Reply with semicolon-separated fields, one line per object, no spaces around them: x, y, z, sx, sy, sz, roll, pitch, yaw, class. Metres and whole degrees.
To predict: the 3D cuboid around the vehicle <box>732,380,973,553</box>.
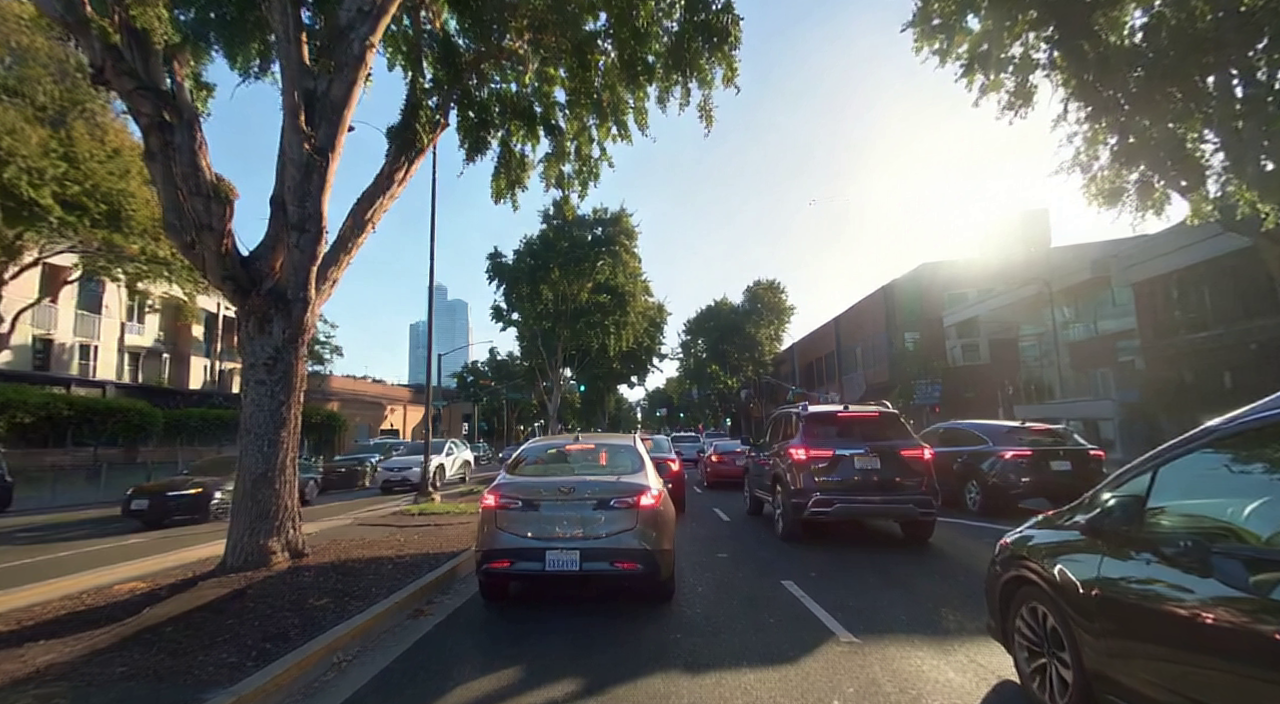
3.482;2.073;11.999;2.516;2.481;5.766;0;-9;-1;vehicle

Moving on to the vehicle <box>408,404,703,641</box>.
-0.557;1.520;6.592;2.111;1.676;4.018;0;-9;2;vehicle

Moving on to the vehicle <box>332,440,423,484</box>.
-12.647;5.309;30.676;2.314;1.962;4.891;0;-9;0;vehicle

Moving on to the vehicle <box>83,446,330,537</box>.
-9.349;2.979;14.194;2.179;1.689;4.558;0;-9;2;vehicle

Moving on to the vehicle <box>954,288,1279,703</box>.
3.175;0.766;2.085;1.982;1.960;4.427;0;-9;1;vehicle
